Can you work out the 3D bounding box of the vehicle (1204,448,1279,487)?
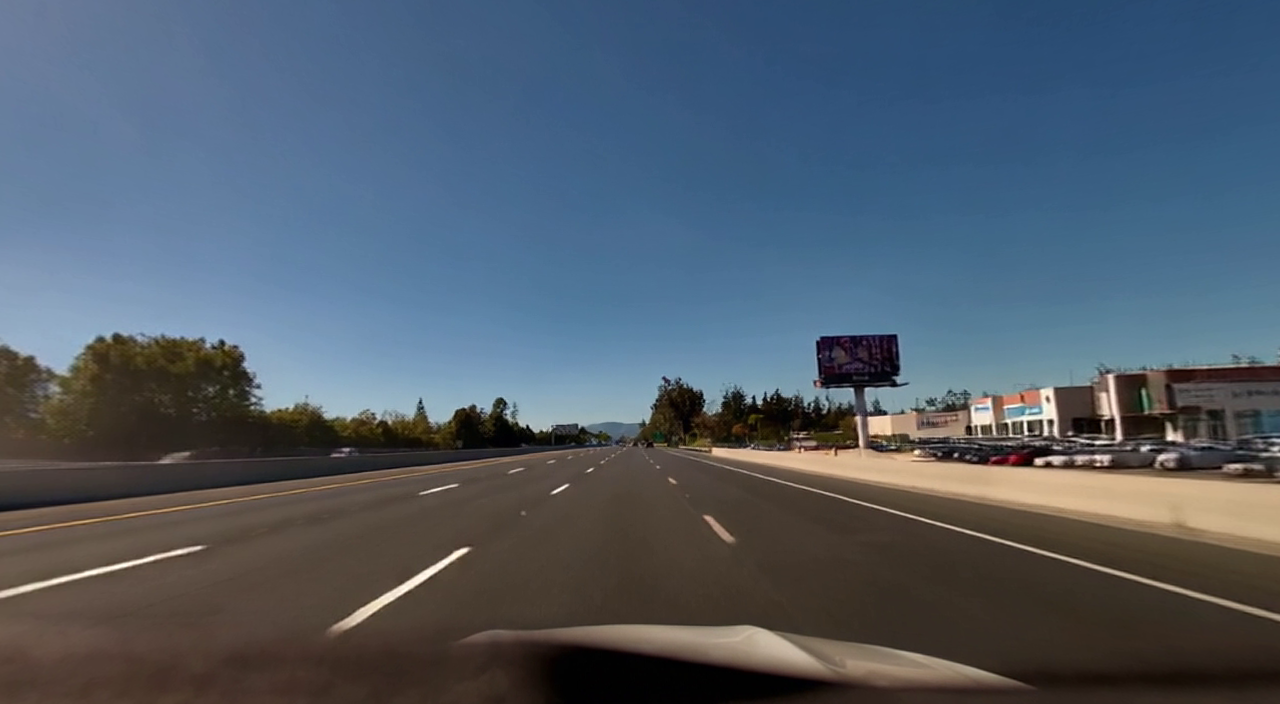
[{"bbox_3d":[35.046,6.349,34.906,5.369,2.011,2.213,0,-8,0],"label":"vehicle"}]
